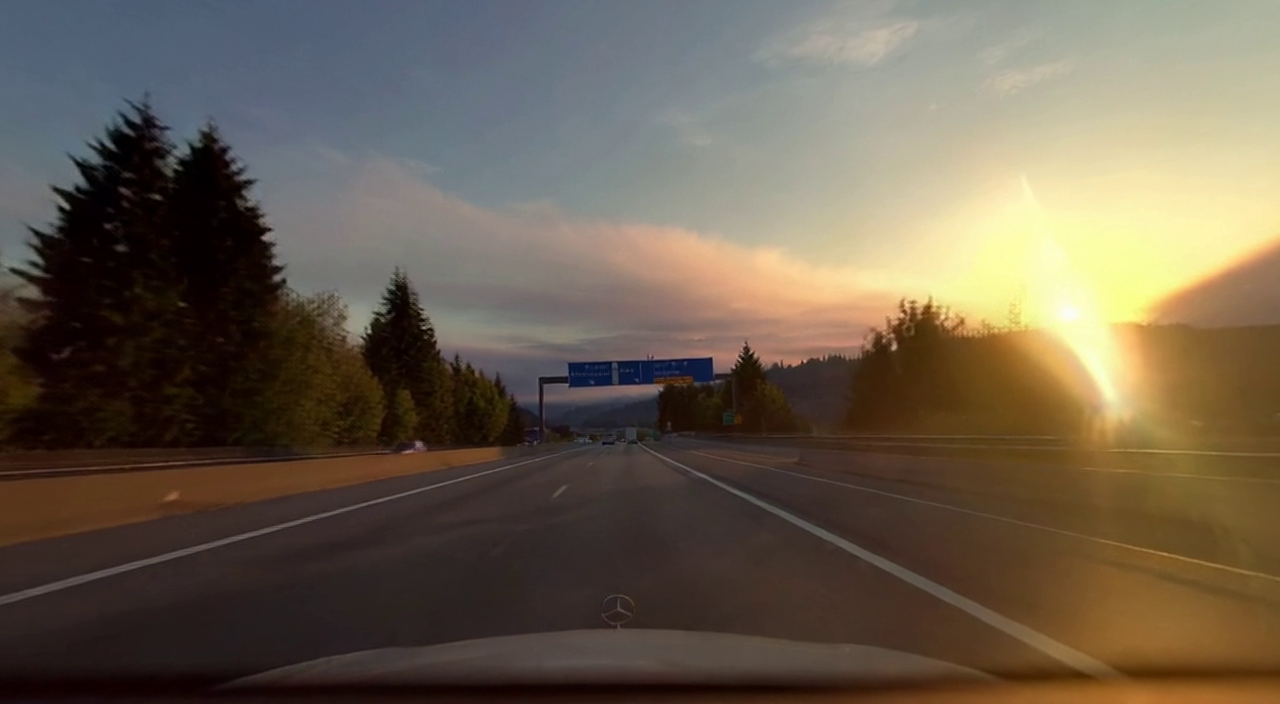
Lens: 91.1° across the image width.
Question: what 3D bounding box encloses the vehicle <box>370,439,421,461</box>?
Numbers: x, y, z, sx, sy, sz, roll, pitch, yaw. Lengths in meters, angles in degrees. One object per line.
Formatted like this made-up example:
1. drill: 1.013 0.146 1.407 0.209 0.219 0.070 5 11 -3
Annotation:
1. vehicle: -17.473 6.993 45.168 1.985 1.448 4.191 0 -8 0
